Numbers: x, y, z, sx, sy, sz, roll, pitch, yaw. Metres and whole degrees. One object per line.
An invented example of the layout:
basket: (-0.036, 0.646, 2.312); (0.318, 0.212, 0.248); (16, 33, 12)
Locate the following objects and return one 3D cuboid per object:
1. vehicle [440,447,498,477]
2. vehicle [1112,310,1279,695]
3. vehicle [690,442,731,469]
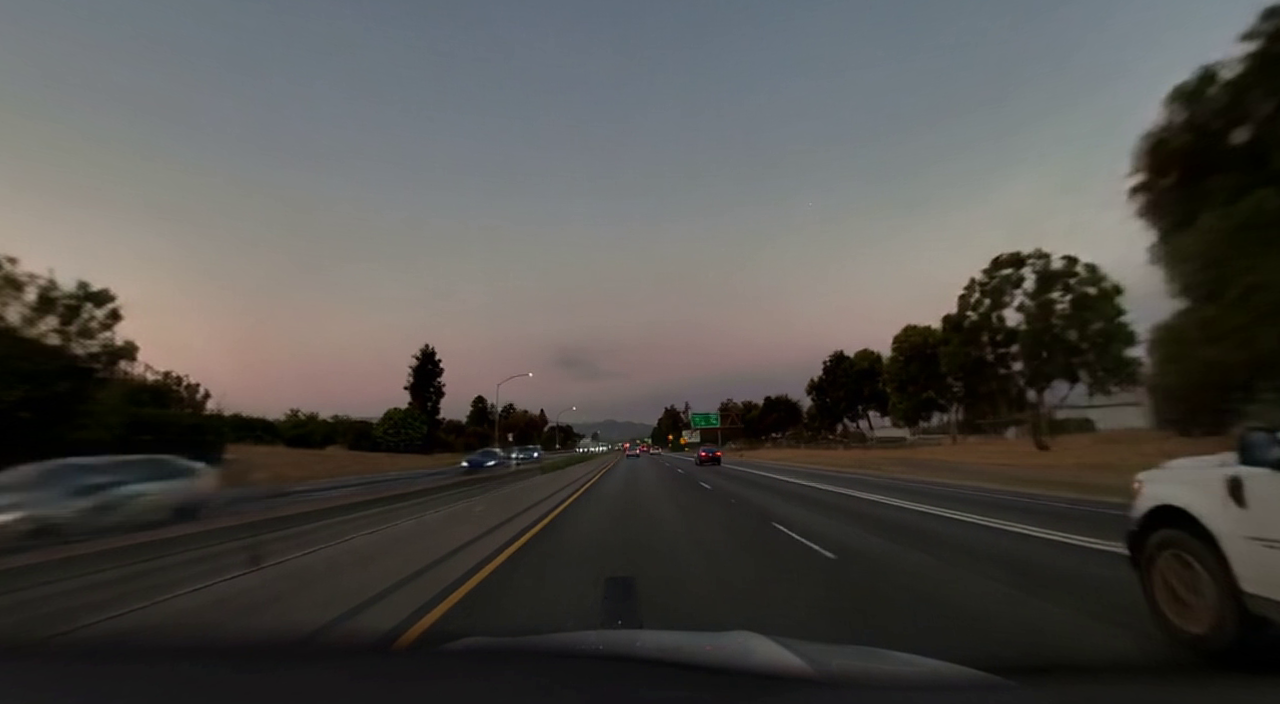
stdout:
vehicle: (-9.338, 6.013, 34.529); (2.017, 1.518, 4.337); (0, -9, -1)
vehicle: (4.284, 0.505, 1.539); (2.177, 1.914, 5.245); (0, -9, 1)
vehicle: (4.128, 6.140, 37.243); (1.917, 1.488, 3.693); (0, -9, -1)
